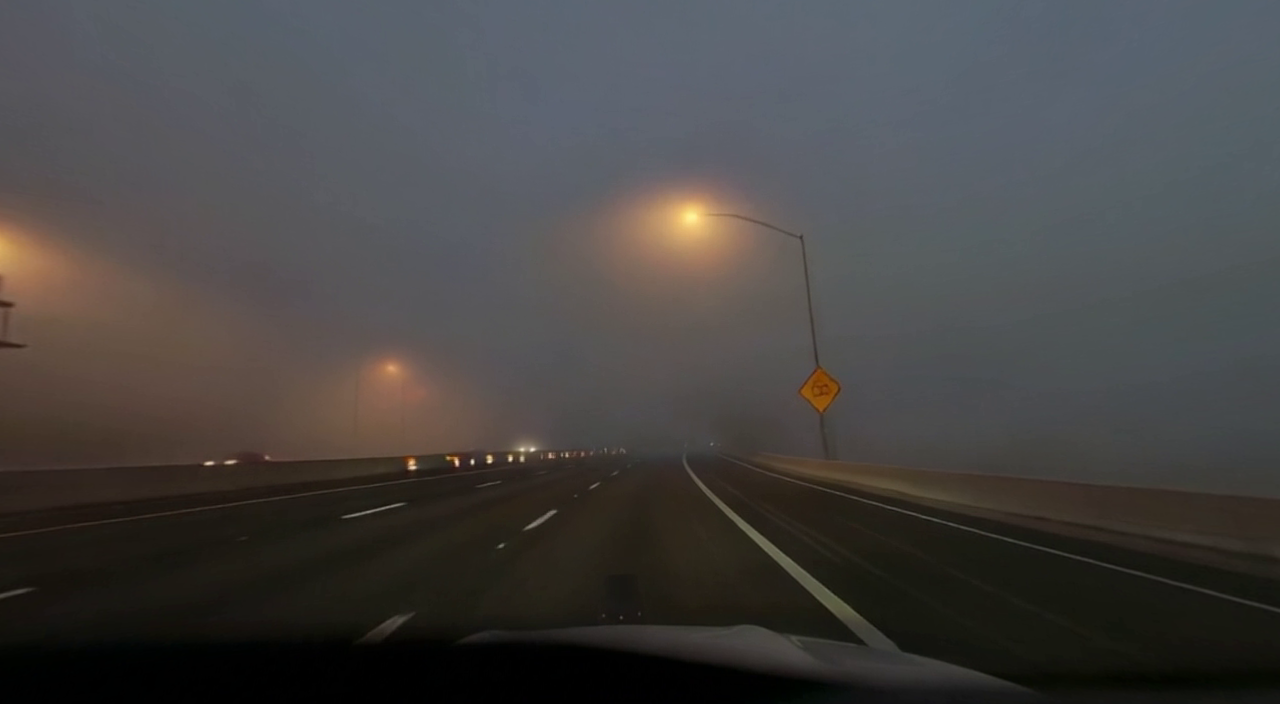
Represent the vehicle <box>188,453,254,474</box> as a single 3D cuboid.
[{"bbox_3d":[-29.632,7.883,44.720,1.761,1.443,4.092,0,-9,2],"label":"vehicle"}]
